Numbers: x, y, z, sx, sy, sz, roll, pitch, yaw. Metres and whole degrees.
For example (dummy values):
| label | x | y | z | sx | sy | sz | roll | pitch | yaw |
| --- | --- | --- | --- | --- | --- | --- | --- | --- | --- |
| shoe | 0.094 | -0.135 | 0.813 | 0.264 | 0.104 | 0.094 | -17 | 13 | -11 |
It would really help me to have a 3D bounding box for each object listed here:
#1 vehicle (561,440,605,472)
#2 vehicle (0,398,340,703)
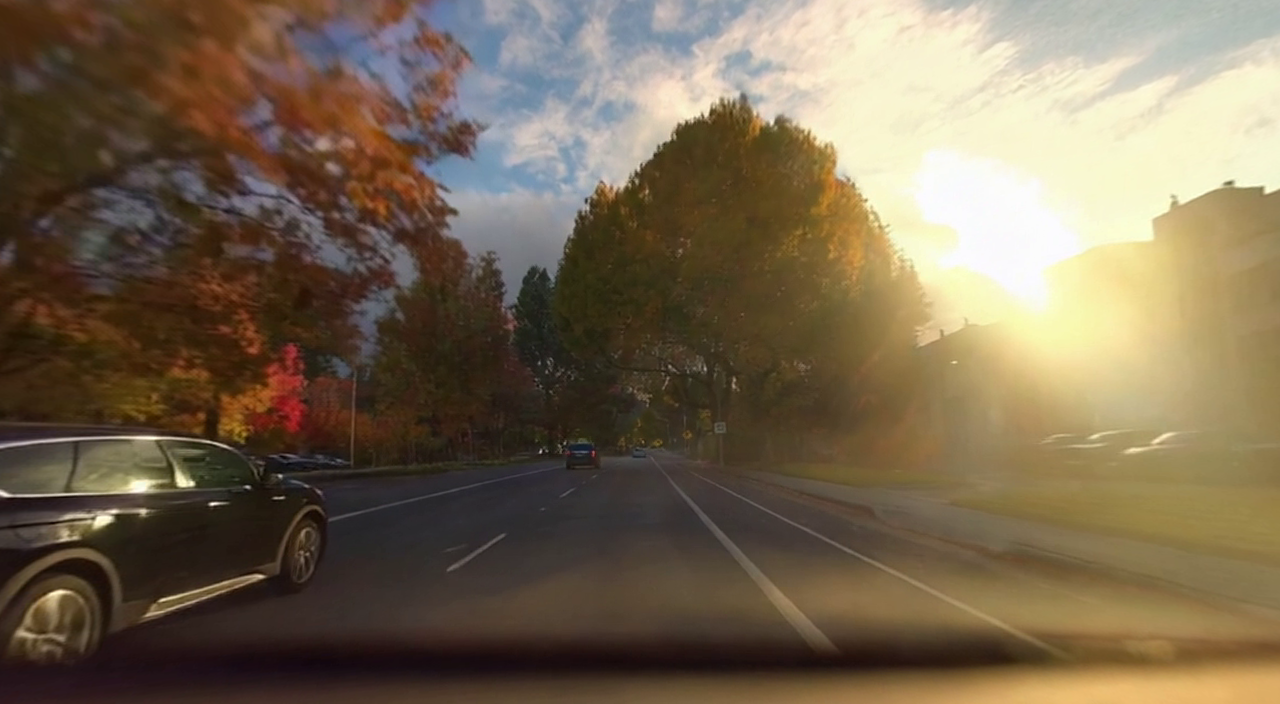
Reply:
| label | x | y | z | sx | sy | sz | roll | pitch | yaw |
| --- | --- | --- | --- | --- | --- | --- | --- | --- | --- |
| vehicle | -3.361 | 6.246 | 37.978 | 2.112 | 1.779 | 4.489 | 1 | -9 | 1 |
| vehicle | -3.933 | 1.132 | 3.932 | 1.923 | 1.528 | 4.309 | 0 | -9 | 1 |
